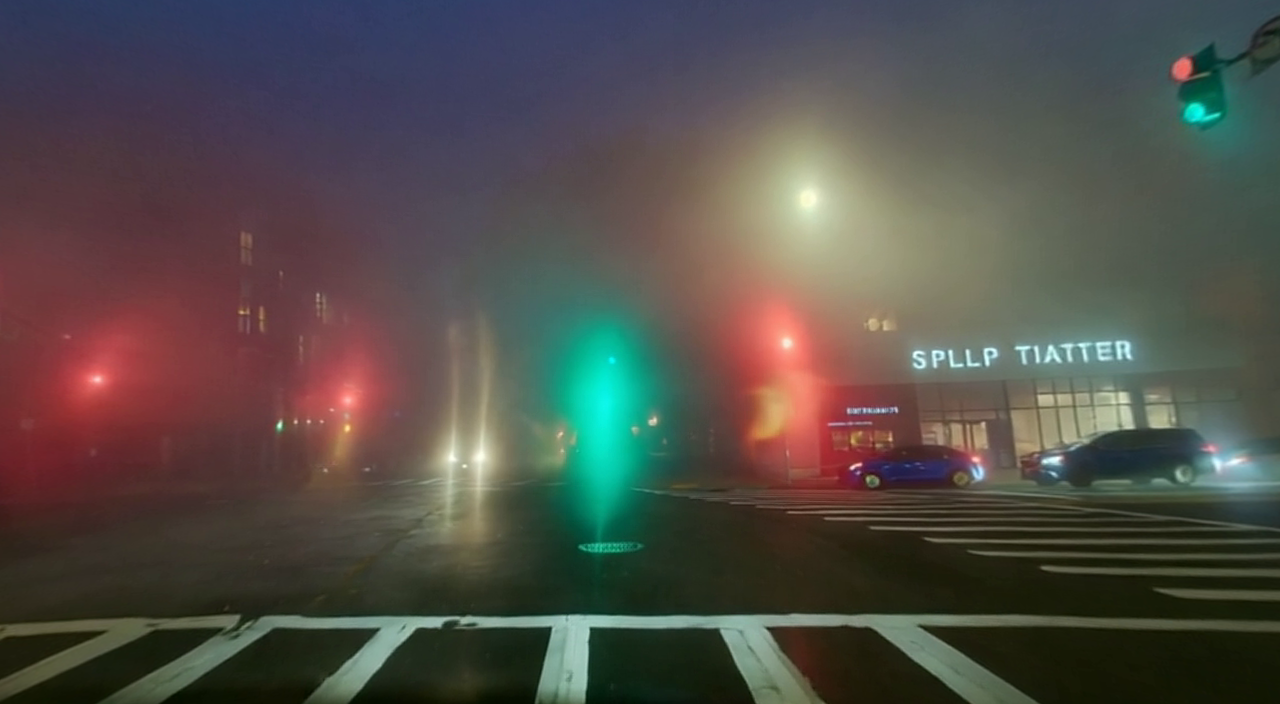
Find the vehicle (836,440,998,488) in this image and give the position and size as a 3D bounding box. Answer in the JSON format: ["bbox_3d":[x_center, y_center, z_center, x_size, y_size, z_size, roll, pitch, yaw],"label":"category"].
[{"bbox_3d":[8.979,3.664,20.780,4.426,1.446,1.795,-1,-9,3],"label":"vehicle"}]

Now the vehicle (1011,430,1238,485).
[{"bbox_3d":[15.327,3.369,20.298,5.420,1.609,2.063,-1,-9,4],"label":"vehicle"}]

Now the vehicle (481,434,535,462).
[{"bbox_3d":[-8.540,6.287,41.302,2.181,1.723,4.692,-1,-9,5],"label":"vehicle"}]

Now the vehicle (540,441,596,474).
[{"bbox_3d":[-3.417,5.140,30.920,1.892,1.481,4.365,-1,-9,5],"label":"vehicle"}]

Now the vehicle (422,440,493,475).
[{"bbox_3d":[-8.663,5.060,30.472,2.119,1.485,4.472,0,-9,0],"label":"vehicle"}]

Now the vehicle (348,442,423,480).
[{"bbox_3d":[-13.258,5.670,33.209,1.933,1.461,4.393,-5,-6,3],"label":"vehicle"}]
